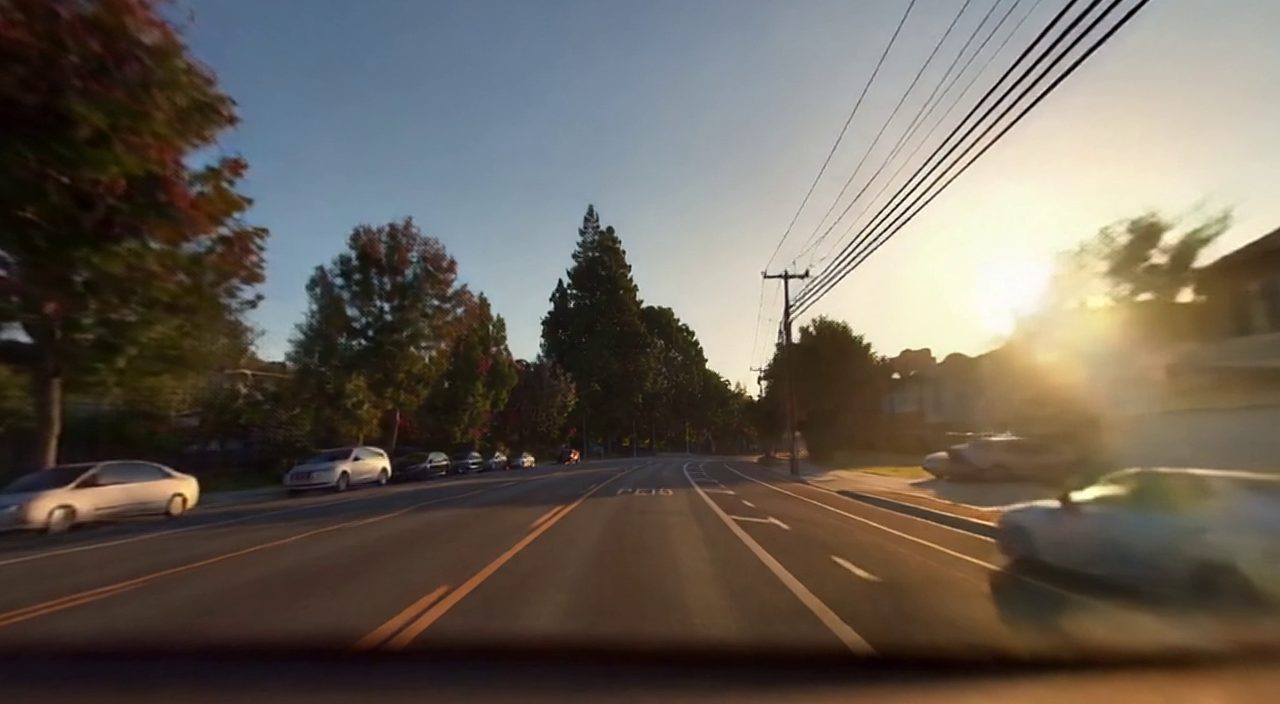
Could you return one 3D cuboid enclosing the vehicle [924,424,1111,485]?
[{"bbox_3d":[12.037,3.300,20.368,4.710,1.846,1.985,0,-8,2],"label":"vehicle"}]

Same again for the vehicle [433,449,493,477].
[{"bbox_3d":[-10.673,6.702,38.331,1.908,1.491,4.627,-1,-8,5],"label":"vehicle"}]

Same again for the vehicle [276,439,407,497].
[{"bbox_3d":[-11.510,4.505,24.881,2.225,1.887,5.672,-3,-9,3],"label":"vehicle"}]

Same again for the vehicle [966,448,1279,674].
[{"bbox_3d":[5.164,1.615,5.715,1.959,1.439,4.532,0,-8,0],"label":"vehicle"}]

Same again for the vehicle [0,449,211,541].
[{"bbox_3d":[-11.986,3.025,13.810,1.907,1.612,4.594,-3,-9,0],"label":"vehicle"}]

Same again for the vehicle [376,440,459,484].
[{"bbox_3d":[-11.183,5.582,32.135,2.114,1.925,5.449,-3,-9,2],"label":"vehicle"}]
